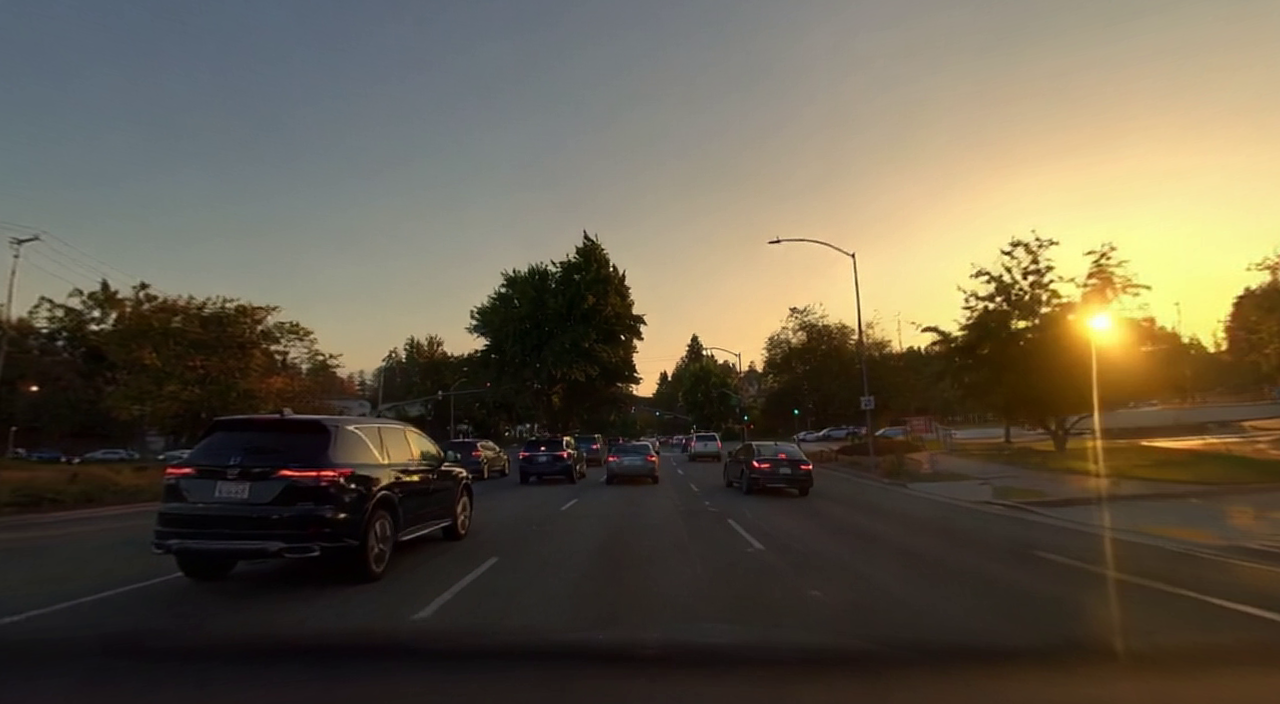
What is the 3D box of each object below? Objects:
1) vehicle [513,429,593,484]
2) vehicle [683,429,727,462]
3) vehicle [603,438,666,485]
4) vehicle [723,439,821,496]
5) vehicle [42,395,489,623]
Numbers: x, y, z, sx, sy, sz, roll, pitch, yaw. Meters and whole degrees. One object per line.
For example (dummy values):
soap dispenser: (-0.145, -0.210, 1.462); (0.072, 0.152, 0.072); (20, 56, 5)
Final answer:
vehicle: (-3.079, 3.833, 23.479); (2.218, 1.829, 4.492); (0, -8, 2)
vehicle: (3.798, 5.557, 37.621); (2.099, 1.845, 4.363); (0, -8, -1)
vehicle: (-0.161, 3.852, 22.512); (2.030, 1.477, 4.330); (0, -8, 1)
vehicle: (3.726, 3.322, 18.583); (1.884, 1.463, 4.195); (0, -8, -1)
vehicle: (-3.519, 1.595, 7.567); (2.111, 1.745, 5.274); (0, -8, 0)
